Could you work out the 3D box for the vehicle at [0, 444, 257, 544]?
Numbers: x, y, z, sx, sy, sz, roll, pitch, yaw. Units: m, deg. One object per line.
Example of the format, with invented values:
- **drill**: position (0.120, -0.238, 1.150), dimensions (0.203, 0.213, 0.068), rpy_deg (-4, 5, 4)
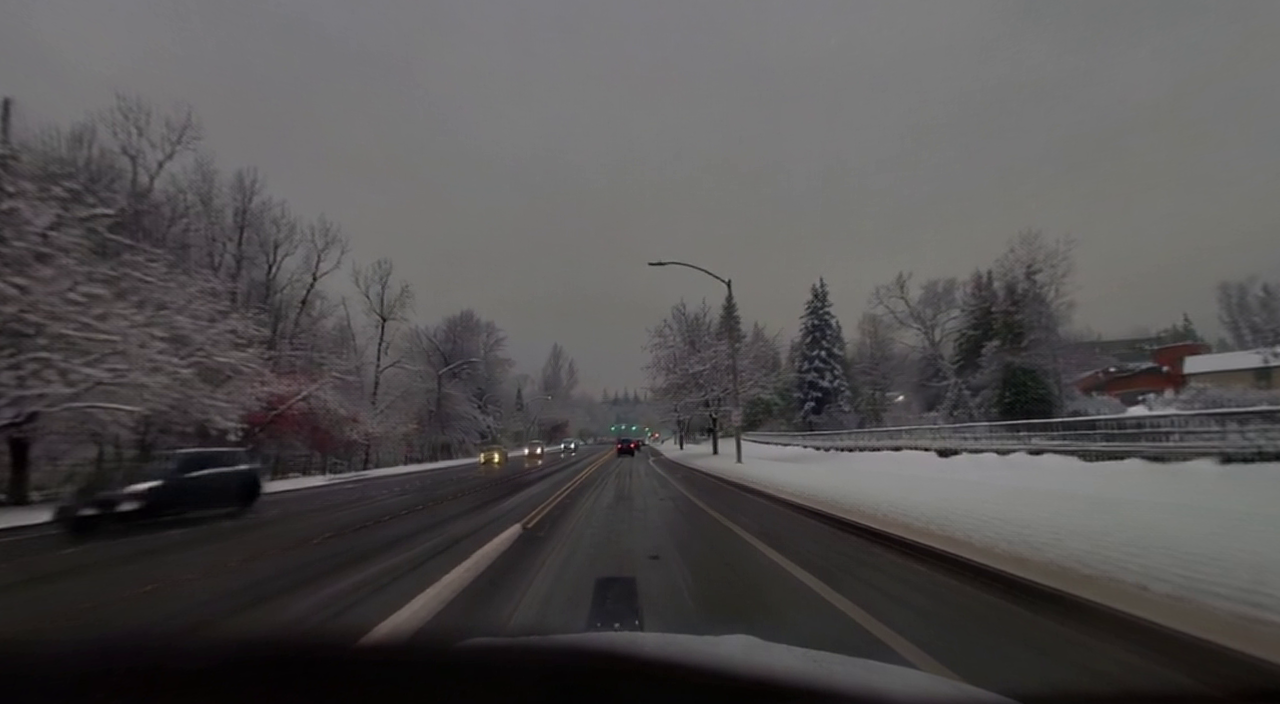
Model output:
- **vehicle**: position (-10.573, 2.852, 13.503), dimensions (2.000, 1.728, 4.510), rpy_deg (1, -8, -2)
